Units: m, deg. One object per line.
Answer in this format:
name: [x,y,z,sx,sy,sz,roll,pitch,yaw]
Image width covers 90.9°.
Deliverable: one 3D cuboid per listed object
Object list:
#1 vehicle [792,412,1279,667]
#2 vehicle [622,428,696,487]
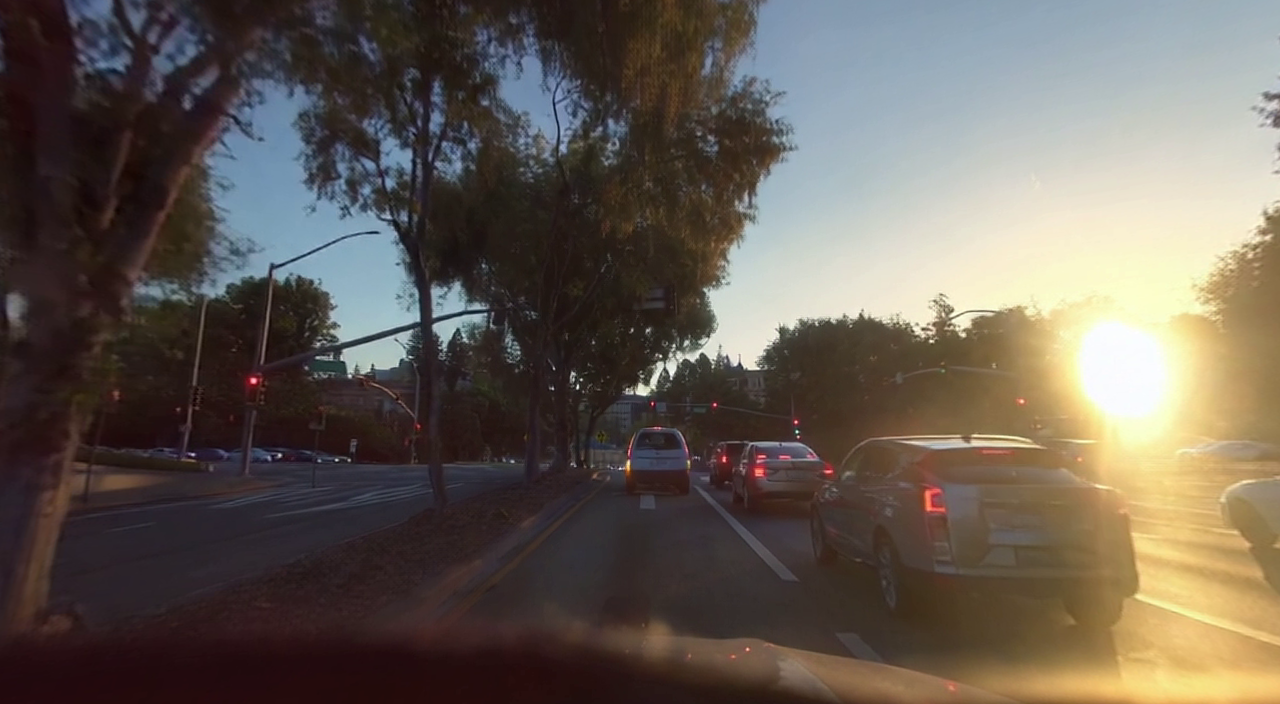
vehicle: [2.996,1.456,6.066,2.078,1.578,4.107,0,-8,1]
vehicle: [0.570,3.566,21.611,2.245,1.800,4.522,0,-8,0]
